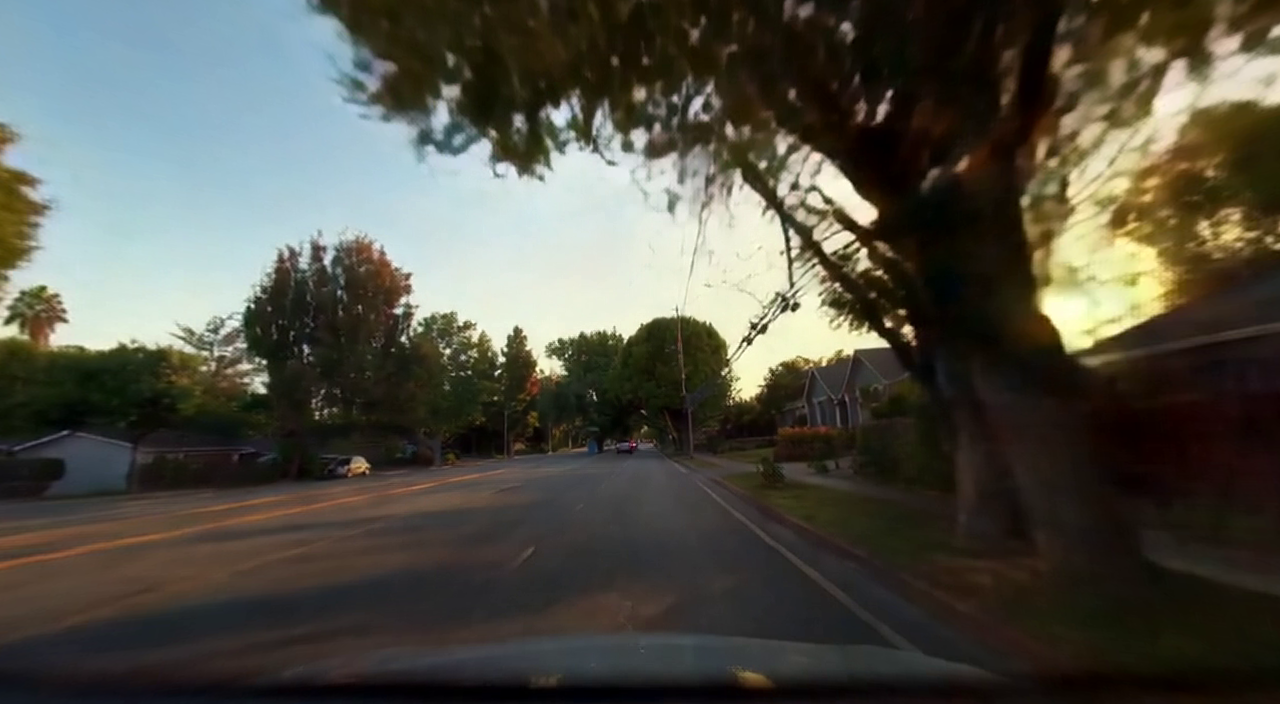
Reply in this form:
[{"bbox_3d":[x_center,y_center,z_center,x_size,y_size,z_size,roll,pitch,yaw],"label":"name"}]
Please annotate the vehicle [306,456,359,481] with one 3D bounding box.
[{"bbox_3d":[-20.922,7.899,43.074,1.854,1.504,4.436,1,-8,-7],"label":"vehicle"}]
